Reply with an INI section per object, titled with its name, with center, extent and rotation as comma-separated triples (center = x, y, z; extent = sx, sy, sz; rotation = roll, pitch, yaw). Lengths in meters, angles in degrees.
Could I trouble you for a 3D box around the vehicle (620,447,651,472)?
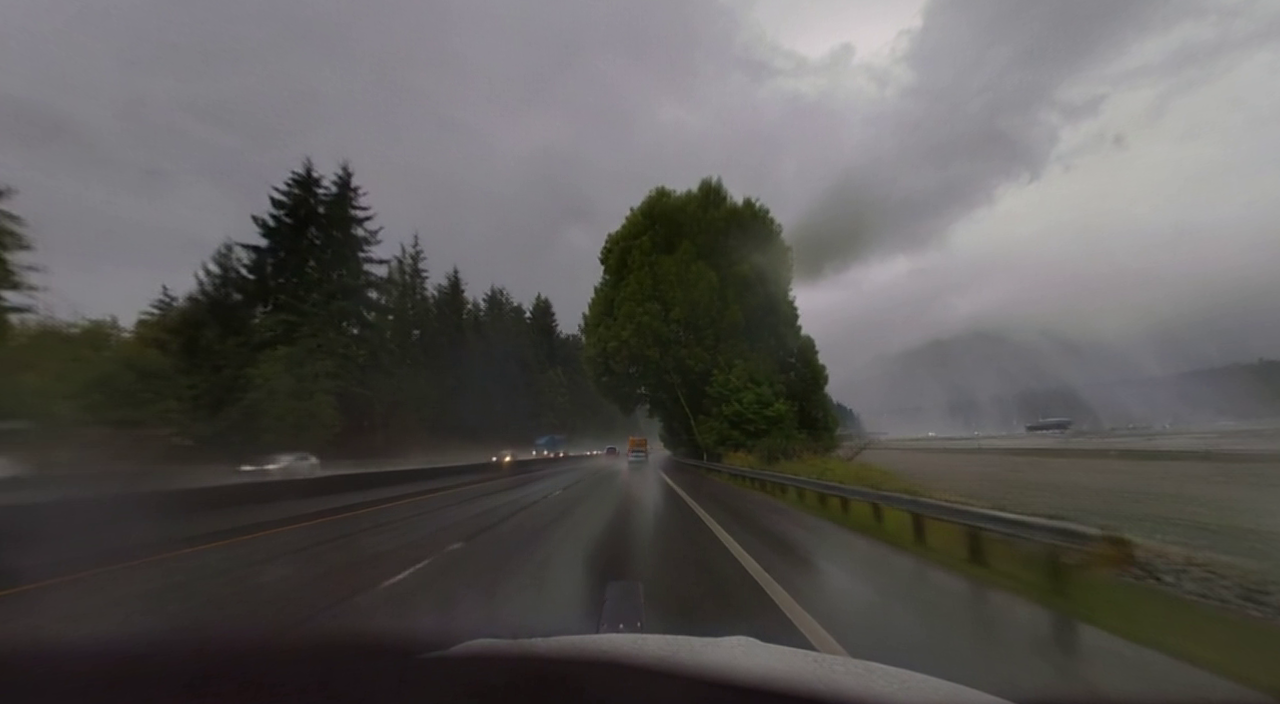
[vehicle]
center = -0.268, 6.669, 39.298
extent = 1.853, 1.436, 3.438
rotation = 0, -9, -1
